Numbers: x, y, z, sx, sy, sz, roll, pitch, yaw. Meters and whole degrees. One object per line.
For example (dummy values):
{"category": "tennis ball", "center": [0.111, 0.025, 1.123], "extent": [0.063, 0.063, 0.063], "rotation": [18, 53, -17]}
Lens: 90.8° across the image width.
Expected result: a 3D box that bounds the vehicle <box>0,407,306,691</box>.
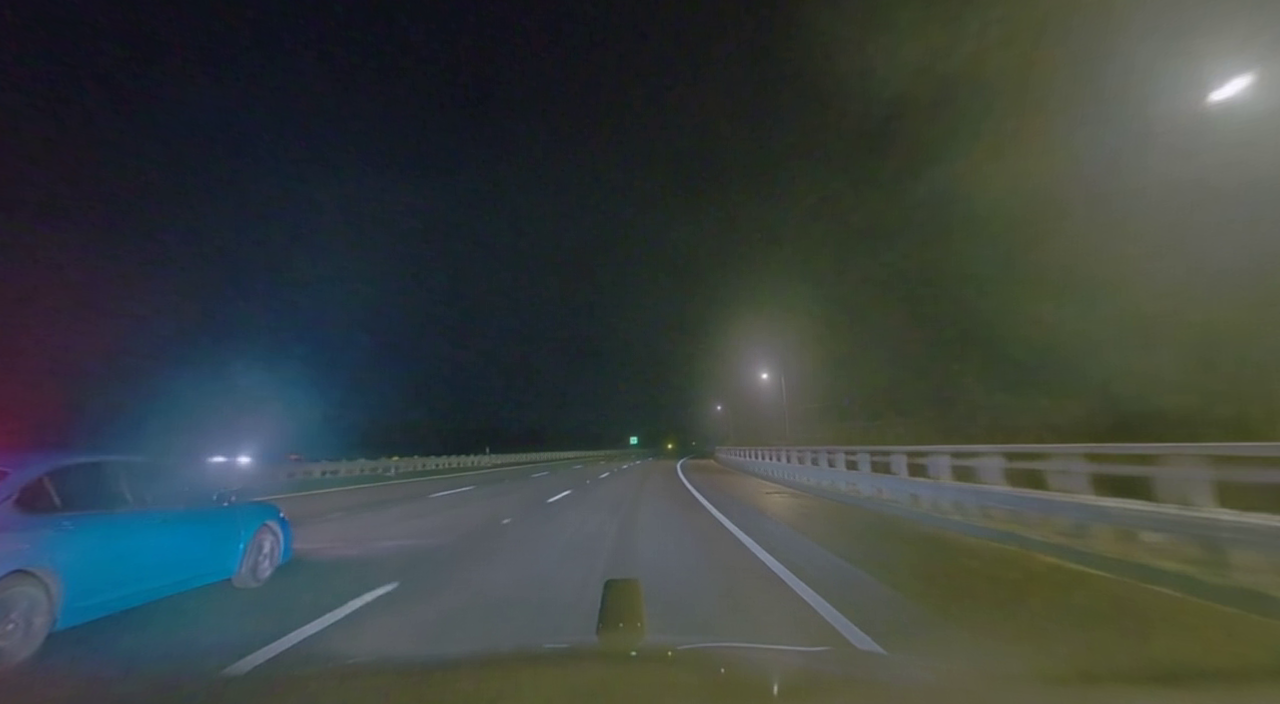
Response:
{"category": "vehicle", "center": [-4.392, 1.228, 4.494], "extent": [1.928, 1.504, 3.745], "rotation": [0, -9, 0]}
